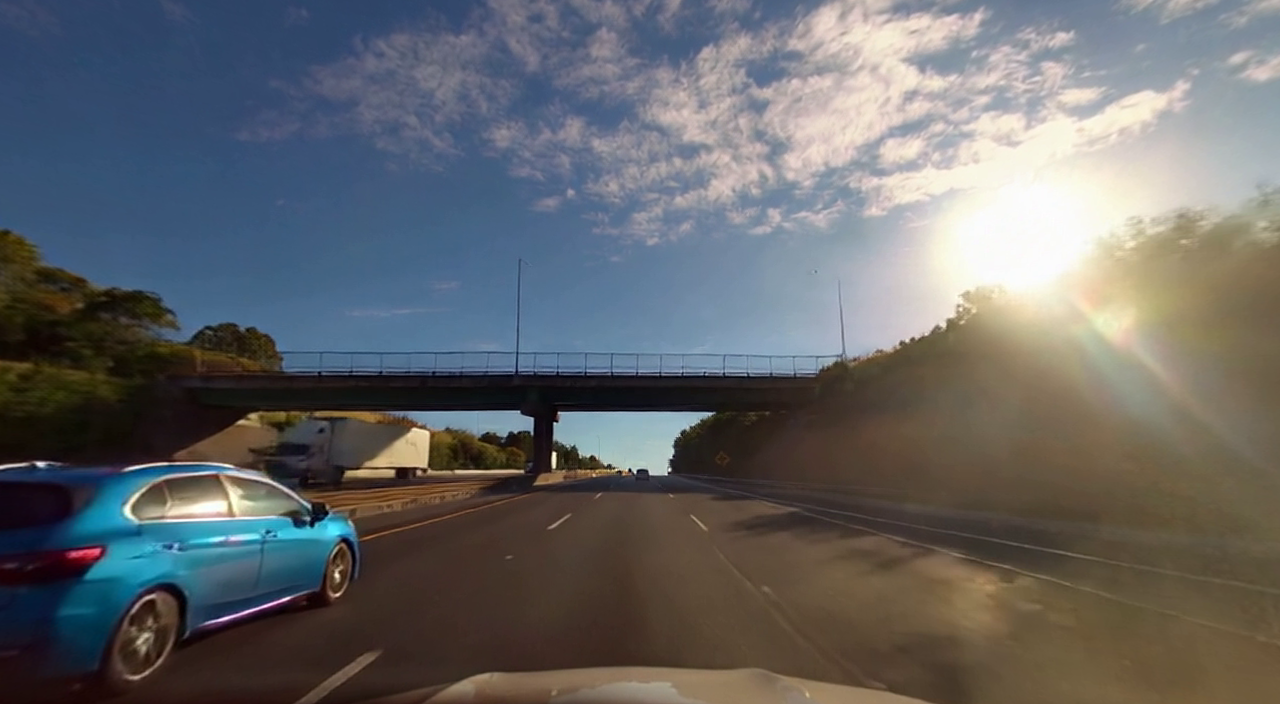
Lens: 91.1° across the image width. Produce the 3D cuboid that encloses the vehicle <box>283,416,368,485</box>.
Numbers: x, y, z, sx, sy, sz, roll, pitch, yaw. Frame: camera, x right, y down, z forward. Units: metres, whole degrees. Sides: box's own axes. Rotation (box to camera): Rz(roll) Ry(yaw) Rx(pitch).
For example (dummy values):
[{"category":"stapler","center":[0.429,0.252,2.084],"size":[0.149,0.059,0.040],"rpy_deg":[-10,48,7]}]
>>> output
[{"category":"vehicle","center":[-19.773,6.278,39.830],"size":[2.986,4.121,4.023],"rpy_deg":[1,-11,0]}]

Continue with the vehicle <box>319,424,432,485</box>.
[{"category":"vehicle","center":[-19.782,8.049,48.399],"size":[2.893,4.010,13.120],"rpy_deg":[1,-11,0]}]
